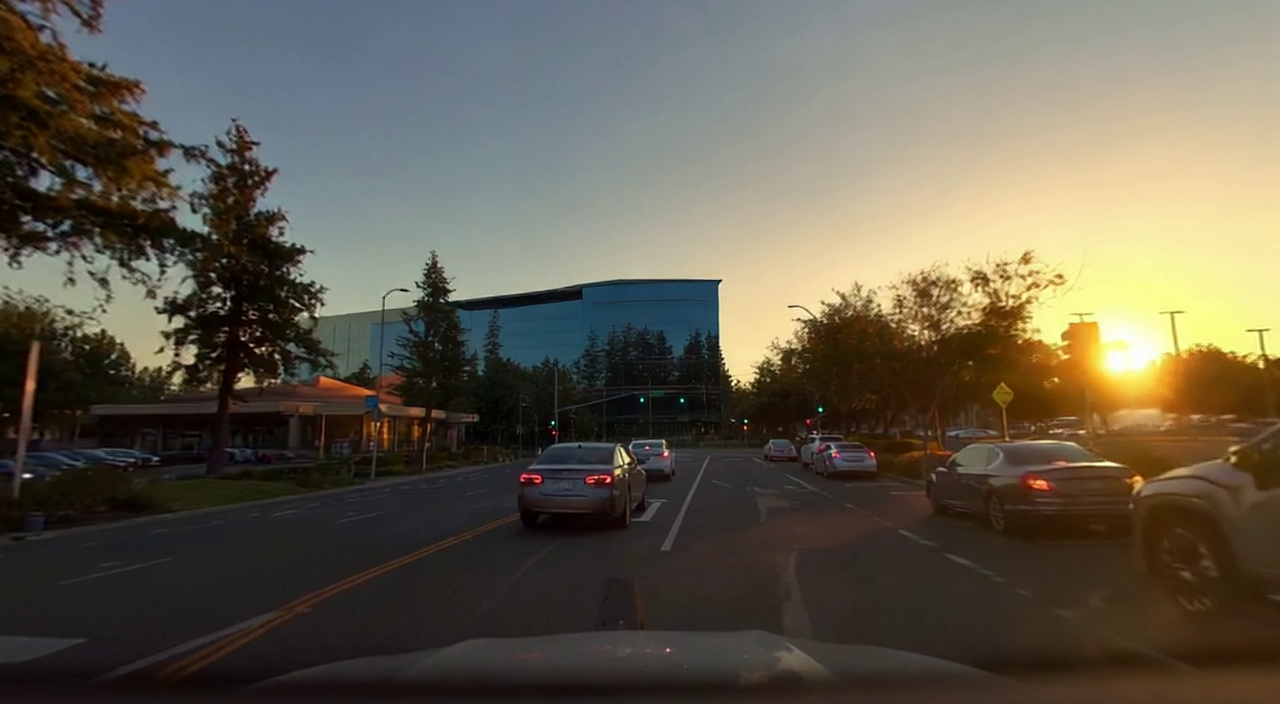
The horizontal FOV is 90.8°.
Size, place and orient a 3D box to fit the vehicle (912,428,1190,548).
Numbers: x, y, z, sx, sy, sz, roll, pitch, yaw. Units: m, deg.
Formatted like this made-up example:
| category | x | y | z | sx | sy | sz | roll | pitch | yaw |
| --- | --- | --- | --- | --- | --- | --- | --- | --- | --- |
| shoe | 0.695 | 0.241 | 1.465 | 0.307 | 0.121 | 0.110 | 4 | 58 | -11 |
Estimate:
| category | x | y | z | sx | sy | sz | roll | pitch | yaw |
| --- | --- | --- | --- | --- | --- | --- | --- | --- | --- |
| vehicle | 6.124 | 2.033 | 10.215 | 1.857 | 1.483 | 4.430 | -1 | -8 | 6 |

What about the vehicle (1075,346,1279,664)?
| category | x | y | z | sx | sy | sz | roll | pitch | yaw |
| --- | --- | --- | --- | --- | --- | --- | --- | --- | --- |
| vehicle | 4.946 | 0.789 | 2.881 | 2.324 | 1.907 | 5.634 | -1 | -8 | 6 |

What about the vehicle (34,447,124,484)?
| category | x | y | z | sx | sy | sz | roll | pitch | yaw |
| --- | --- | --- | --- | --- | --- | --- | --- | --- | --- |
| vehicle | -26.535 | 5.299 | 29.877 | 4.127 | 1.583 | 1.978 | -5 | -10 | 32 |

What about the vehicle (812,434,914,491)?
| category | x | y | z | sx | sy | sz | roll | pitch | yaw |
| --- | --- | --- | --- | --- | --- | --- | --- | --- | --- |
| vehicle | 6.605 | 3.302 | 19.235 | 1.910 | 1.493 | 4.490 | -1 | -8 | 6 |

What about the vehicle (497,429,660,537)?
| category | x | y | z | sx | sy | sz | roll | pitch | yaw |
| --- | --- | --- | --- | --- | --- | --- | --- | --- | --- |
| vehicle | -0.817 | 2.169 | 11.139 | 1.968 | 1.497 | 4.286 | -1 | -8 | 7 |

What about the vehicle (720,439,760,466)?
| category | x | y | z | sx | sy | sz | roll | pitch | yaw |
| --- | --- | --- | --- | --- | --- | --- | --- | --- | --- |
| vehicle | 5.809 | 5.906 | 37.313 | 2.095 | 1.473 | 4.301 | -1 | -8 | 6 |

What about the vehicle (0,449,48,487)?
| category | x | y | z | sx | sy | sz | roll | pitch | yaw |
| --- | --- | --- | --- | --- | --- | --- | --- | --- | --- |
| vehicle | -27.081 | 4.925 | 27.027 | 3.865 | 1.499 | 1.804 | -7 | -11 | 38 |

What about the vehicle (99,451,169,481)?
| category | x | y | z | sx | sy | sz | roll | pitch | yaw |
| --- | --- | --- | --- | --- | --- | --- | --- | --- | --- |
| vehicle | -25.956 | 5.794 | 32.374 | 3.527 | 1.390 | 1.681 | -5 | -10 | 33 |
